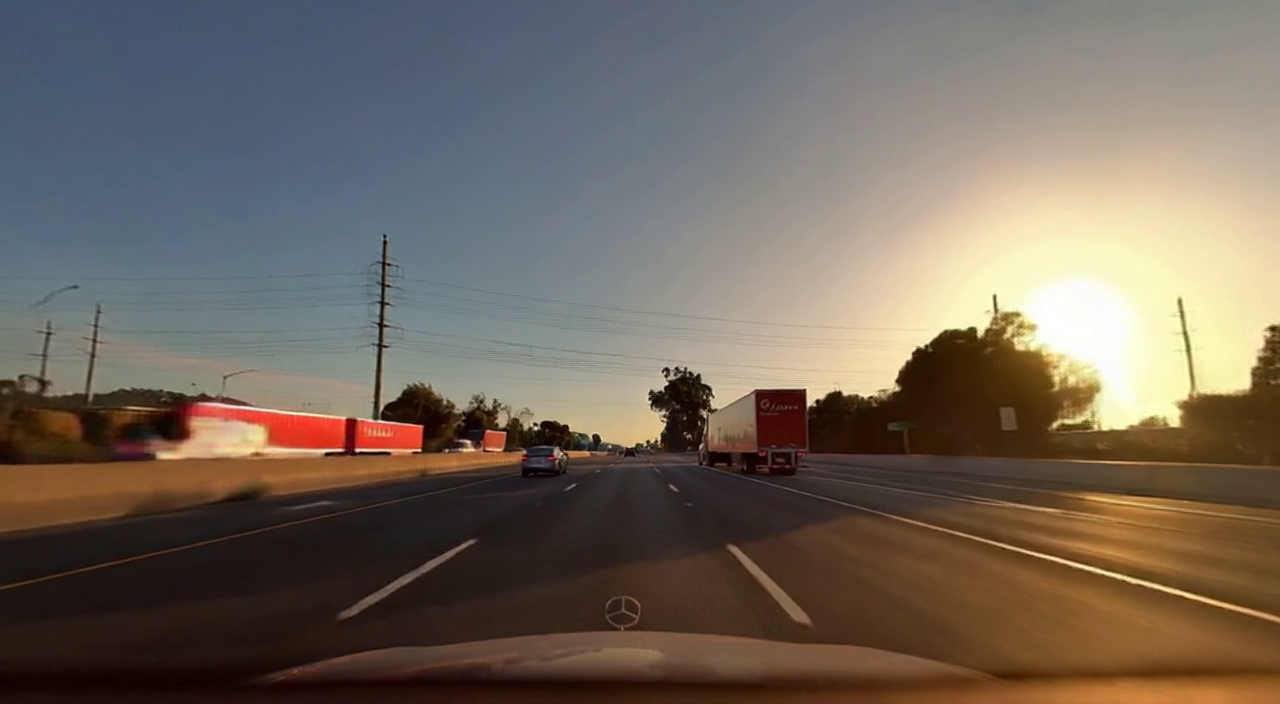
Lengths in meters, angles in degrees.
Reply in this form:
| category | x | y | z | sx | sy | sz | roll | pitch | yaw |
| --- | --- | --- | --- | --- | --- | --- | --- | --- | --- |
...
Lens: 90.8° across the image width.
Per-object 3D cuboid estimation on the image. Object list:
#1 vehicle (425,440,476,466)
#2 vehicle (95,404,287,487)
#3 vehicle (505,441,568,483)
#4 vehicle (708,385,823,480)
| category | x | y | z | sx | sy | sz | roll | pitch | yaw |
| --- | --- | --- | --- | --- | --- | --- | --- | --- | --- |
| vehicle | -13.443 | 7.209 | 45.133 | 2.193 | 1.724 | 4.842 | 0 | -9 | 0 |
| vehicle | -13.417 | 2.888 | 19.443 | 2.215 | 2.225 | 4.941 | 0 | -9 | 0 |
| vehicle | -4.345 | 4.677 | 27.130 | 2.027 | 1.651 | 4.099 | 0 | -9 | 0 |
| vehicle | 6.421 | 4.795 | 36.041 | 2.919 | 4.195 | 15.833 | 0 | -9 | -1 |
